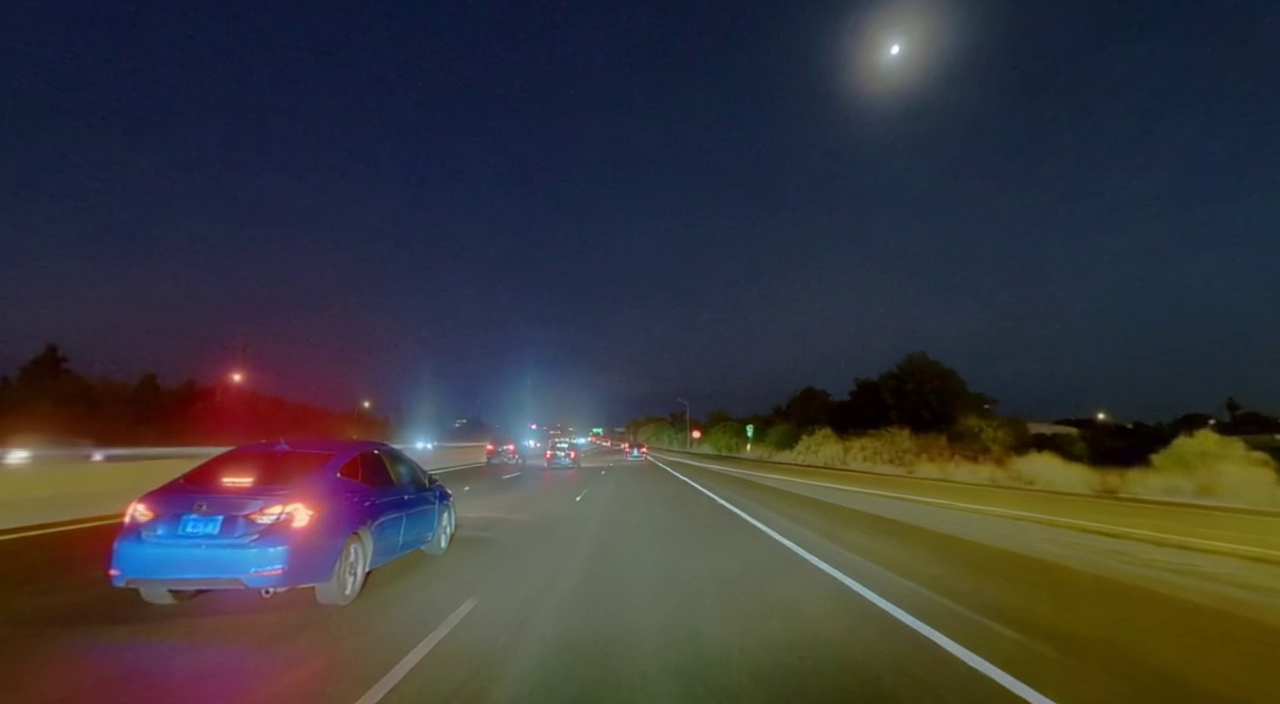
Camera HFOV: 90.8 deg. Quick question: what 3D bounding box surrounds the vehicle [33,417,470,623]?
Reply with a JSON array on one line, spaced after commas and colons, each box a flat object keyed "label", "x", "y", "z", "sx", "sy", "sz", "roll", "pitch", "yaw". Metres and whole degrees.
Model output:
[{"label": "vehicle", "x": -3.474, "y": 1.573, "z": 6.952, "sx": 2.025, "sy": 1.506, "sz": 4.429, "roll": 0, "pitch": -8, "yaw": -1}]

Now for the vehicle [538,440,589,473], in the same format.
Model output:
[{"label": "vehicle", "x": -3.732, "y": 5.174, "z": 31.606, "sx": 2.068, "sy": 1.501, "sz": 4.395, "roll": 0, "pitch": -8, "yaw": -1}]

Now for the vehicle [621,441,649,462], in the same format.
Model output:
[{"label": "vehicle", "x": -0.426, "y": 7.716, "z": 49.059, "sx": 2.018, "sy": 1.508, "sz": 4.087, "roll": 0, "pitch": -8, "yaw": -2}]

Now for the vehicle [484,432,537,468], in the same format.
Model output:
[{"label": "vehicle", "x": -7.733, "y": 5.905, "z": 38.288, "sx": 2.171, "sy": 1.982, "sz": 5.246, "roll": 0, "pitch": -8, "yaw": -1}]
